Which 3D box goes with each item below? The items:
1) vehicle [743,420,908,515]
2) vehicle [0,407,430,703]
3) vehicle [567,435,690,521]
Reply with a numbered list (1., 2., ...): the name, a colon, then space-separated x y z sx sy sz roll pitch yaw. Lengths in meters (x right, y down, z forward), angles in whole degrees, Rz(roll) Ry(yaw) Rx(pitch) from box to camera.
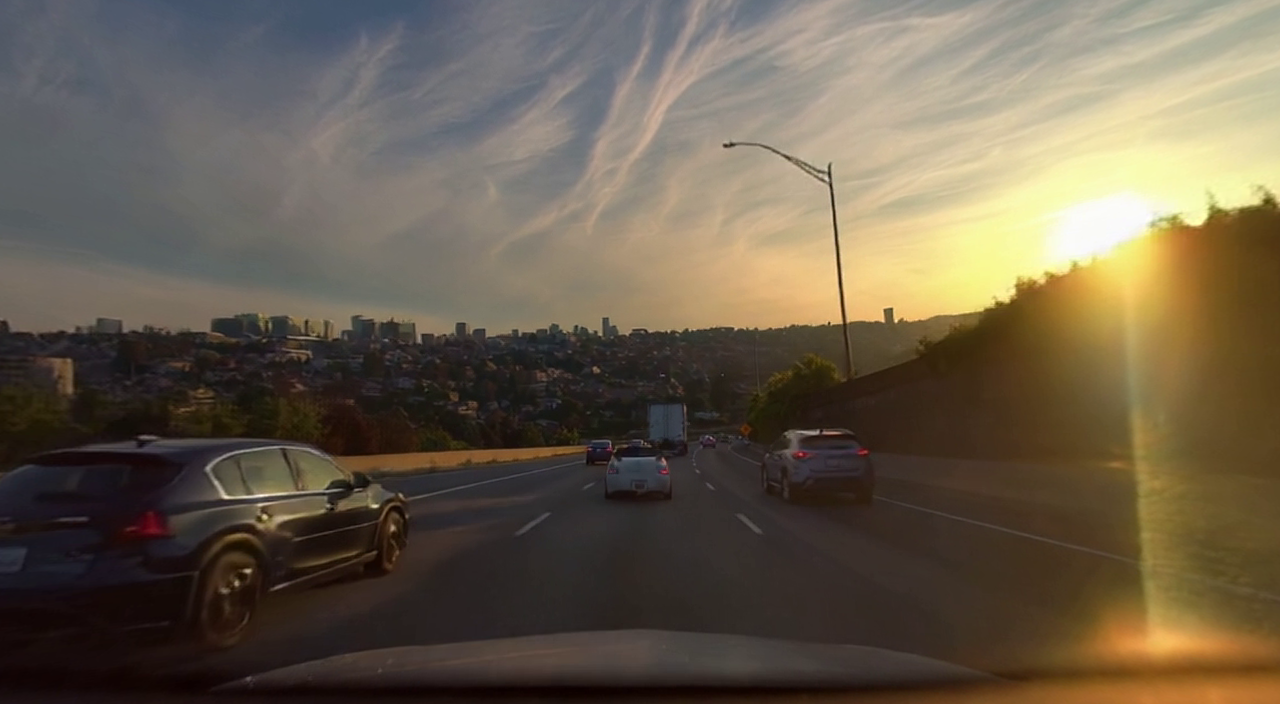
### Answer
1. vehicle: 3.686 2.406 13.627 2.166 1.666 4.618 0 -9 0
2. vehicle: -3.693 1.351 5.125 2.130 1.474 5.027 -1 -9 2
3. vehicle: -0.167 2.496 13.031 2.136 1.470 3.971 0 -9 1
